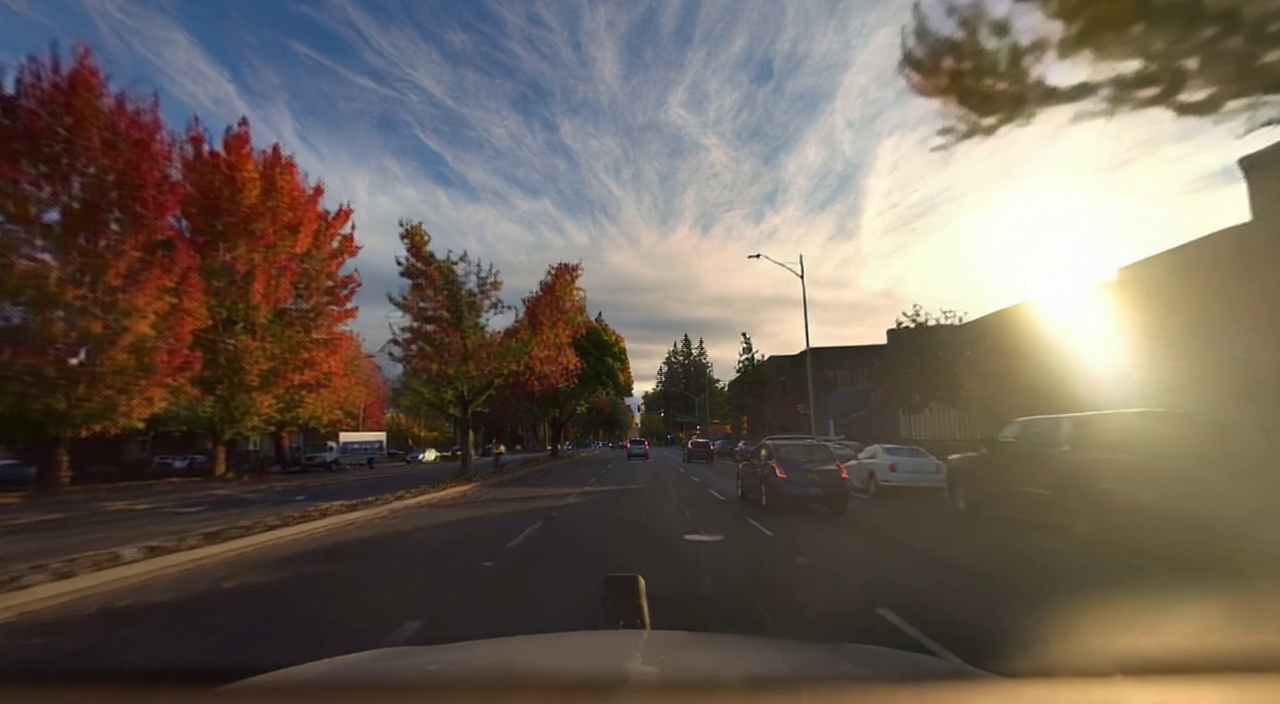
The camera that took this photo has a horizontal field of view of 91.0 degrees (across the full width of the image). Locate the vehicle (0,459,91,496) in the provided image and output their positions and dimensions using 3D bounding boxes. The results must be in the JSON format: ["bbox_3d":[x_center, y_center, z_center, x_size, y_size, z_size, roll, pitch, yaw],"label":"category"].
[{"bbox_3d":[-30.530,6.232,31.449,4.370,1.725,2.052,-1,-9,5],"label":"vehicle"}]

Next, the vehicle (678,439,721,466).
[{"bbox_3d":[3.560,6.131,38.556,2.178,1.546,4.311,0,-8,0],"label":"vehicle"}]

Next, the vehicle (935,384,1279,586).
[{"bbox_3d":[6.841,1.713,9.059,2.378,1.946,5.826,0,-8,0],"label":"vehicle"}]

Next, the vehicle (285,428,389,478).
[{"bbox_3d":[-22.271,7.495,47.115,2.961,3.271,9.547,0,-9,1],"label":"vehicle"}]

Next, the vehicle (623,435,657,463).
[{"bbox_3d":[0.015,6.713,43.636,2.239,1.856,4.815,0,-8,0],"label":"vehicle"}]

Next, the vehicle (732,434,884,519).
[{"bbox_3d":[3.349,2.572,13.604,1.977,1.498,4.521,0,-8,-1],"label":"vehicle"}]
